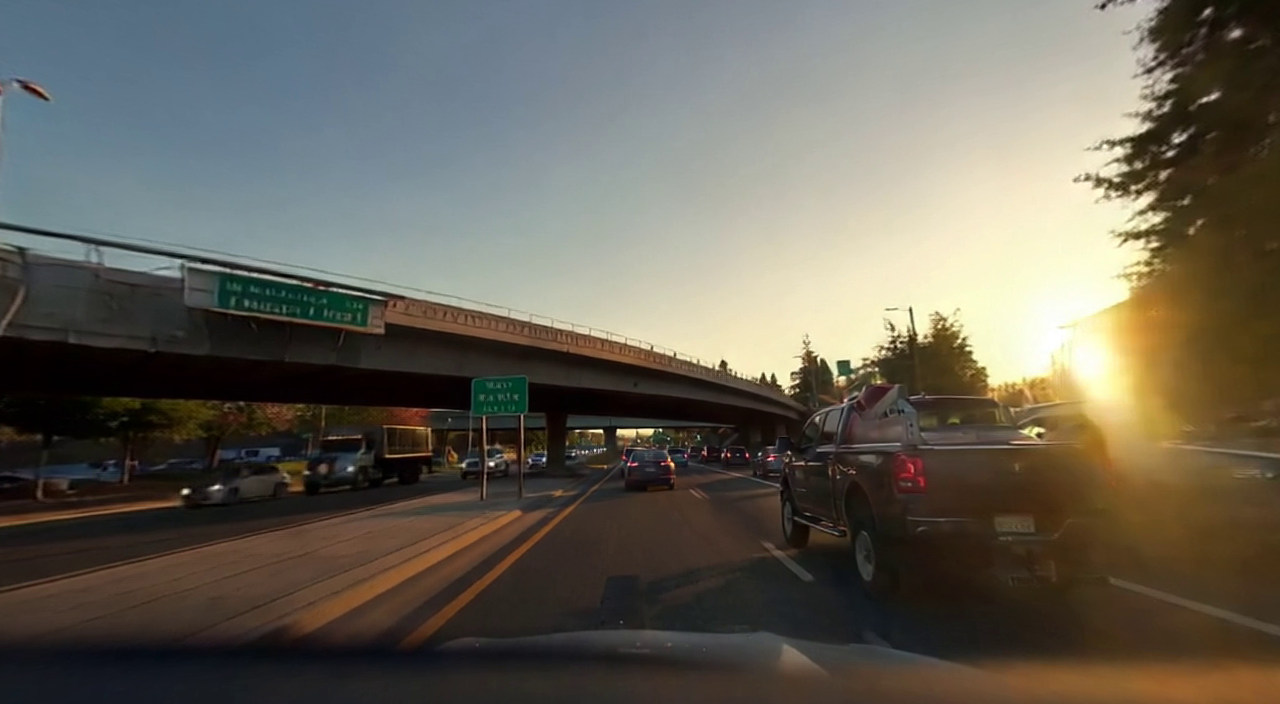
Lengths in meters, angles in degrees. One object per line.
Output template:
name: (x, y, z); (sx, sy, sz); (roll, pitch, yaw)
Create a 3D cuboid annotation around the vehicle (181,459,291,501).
vehicle: (-19.118, 6.043, 30.227); (2.091, 1.771, 4.727); (0, -9, 0)

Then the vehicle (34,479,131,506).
vehicle: (-32.609, 8.215, 37.036); (3.907, 1.435, 1.765); (0, -9, -2)

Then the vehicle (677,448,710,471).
vehicle: (3.627, 7.352, 43.394); (1.962, 1.431, 4.205); (0, -9, 0)

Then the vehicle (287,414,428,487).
vehicle: (-15.793, 5.672, 36.693); (3.206, 3.617, 10.684); (0, -9, 0)

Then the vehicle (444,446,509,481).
vehicle: (-8.665, 5.927, 33.936); (2.165, 1.764, 4.671); (0, -9, 1)

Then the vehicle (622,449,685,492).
vehicle: (0.444, 4.143, 22.439); (2.027, 1.341, 3.775); (0, -9, 0)

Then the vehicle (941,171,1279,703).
vehicle: (3.431, 0.541, 1.921); (2.588, 2.321, 4.927); (0, -9, 1)

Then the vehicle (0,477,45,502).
vehicle: (-45.135, 9.770, 44.733); (4.067, 1.637, 1.836); (-1, -10, -1)
